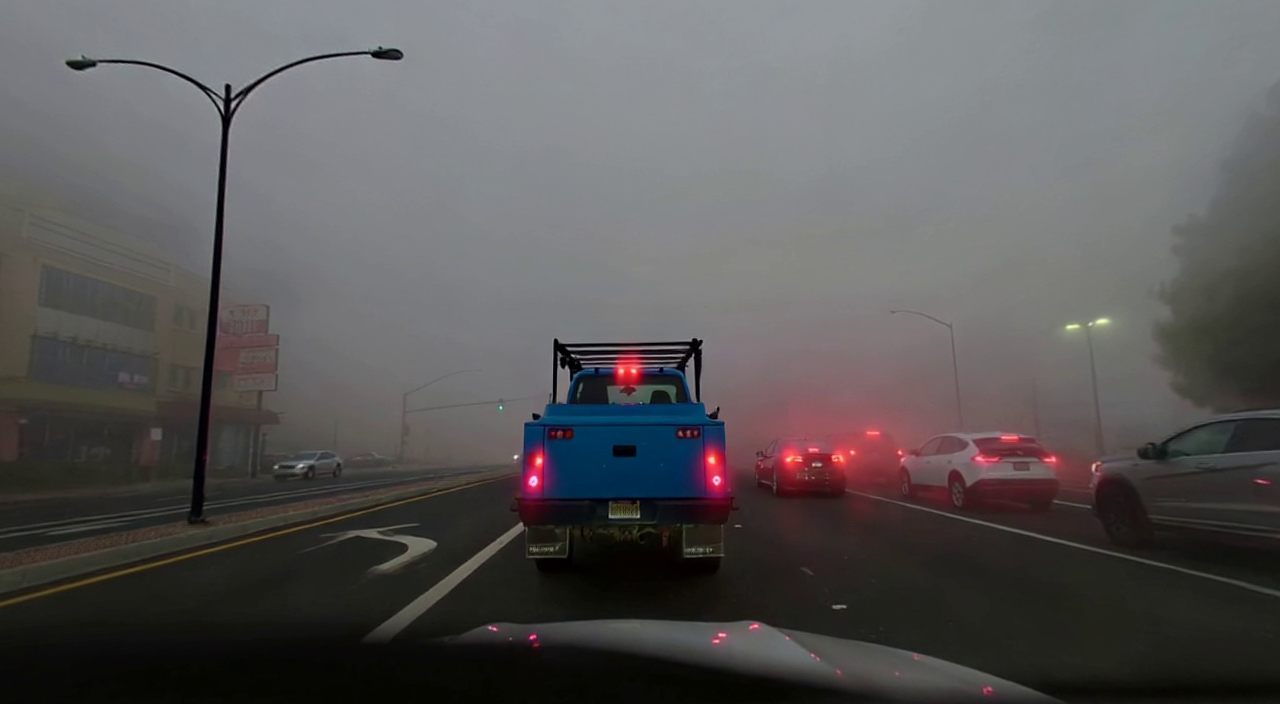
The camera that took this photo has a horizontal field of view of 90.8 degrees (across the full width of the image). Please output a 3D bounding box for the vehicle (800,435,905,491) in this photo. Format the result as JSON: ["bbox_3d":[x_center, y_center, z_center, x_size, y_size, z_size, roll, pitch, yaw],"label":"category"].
[{"bbox_3d":[7.071,3.736,21.603,1.953,1.665,4.327,0,-9,-2],"label":"vehicle"}]

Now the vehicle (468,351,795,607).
[{"bbox_3d":[-0.117,1.463,8.161,2.682,2.117,5.706,0,-9,-1],"label":"vehicle"}]

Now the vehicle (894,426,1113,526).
[{"bbox_3d":[7.070,2.438,12.968,1.931,1.692,4.267,0,-9,0],"label":"vehicle"}]

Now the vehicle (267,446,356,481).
[{"bbox_3d":[-19.486,6.592,37.874,2.205,1.916,5.771,0,-9,0],"label":"vehicle"}]

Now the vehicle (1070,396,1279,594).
[{"bbox_3d":[6.818,1.362,6.164,2.023,1.771,4.488,0,-9,0],"label":"vehicle"}]
